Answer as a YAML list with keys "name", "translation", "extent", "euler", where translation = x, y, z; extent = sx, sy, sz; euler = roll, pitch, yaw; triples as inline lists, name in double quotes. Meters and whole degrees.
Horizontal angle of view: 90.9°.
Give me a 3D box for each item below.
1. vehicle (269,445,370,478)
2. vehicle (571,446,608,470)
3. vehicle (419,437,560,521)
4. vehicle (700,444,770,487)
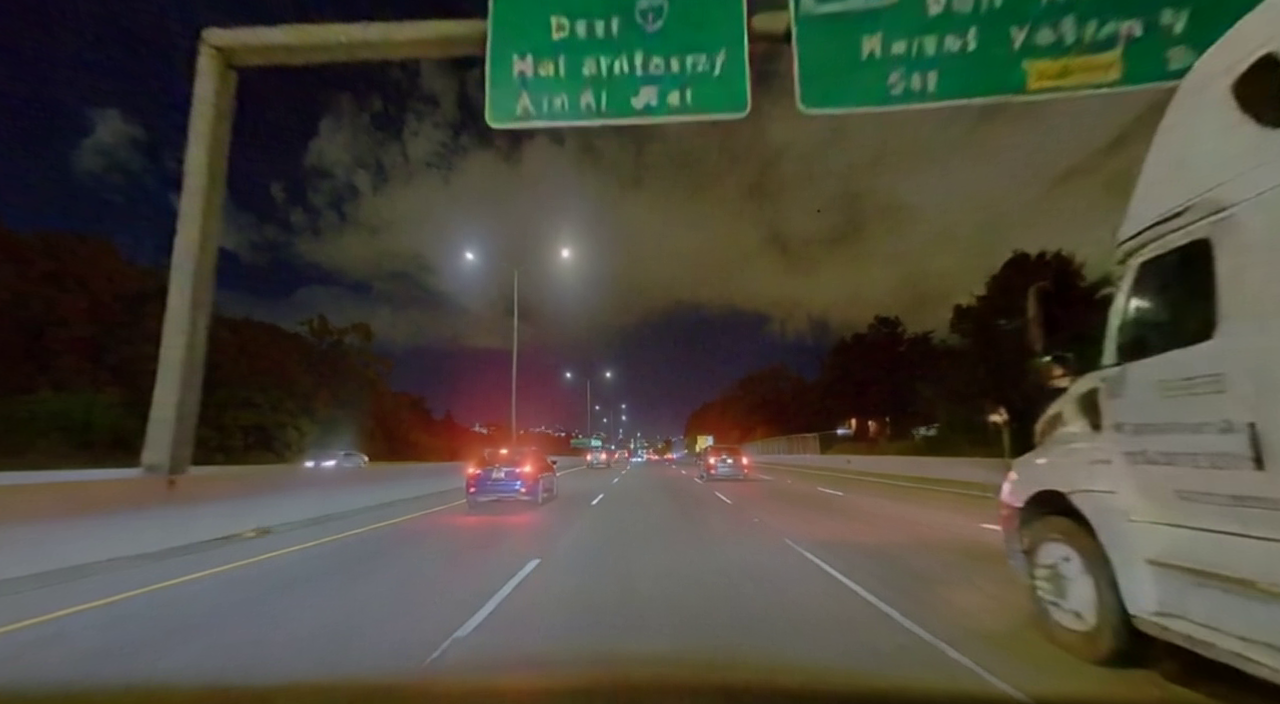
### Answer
- name: "vehicle"
  translation: [-23.352, 8.003, 46.710]
  extent: [2.721, 2.129, 9.070]
  euler: [0, -8, 0]
- name: "vehicle"
  translation: [-3.351, 7.168, 42.846]
  extent: [2.099, 1.494, 4.504]
  euler: [0, -8, 1]
- name: "vehicle"
  translation: [-3.243, 2.836, 14.785]
  extent: [1.974, 1.589, 5.047]
  euler: [-1, -8, 1]
- name: "vehicle"
  translation: [3.495, 4.251, 24.081]
  extent: [2.040, 1.461, 4.822]
  euler: [-1, -8, 1]
